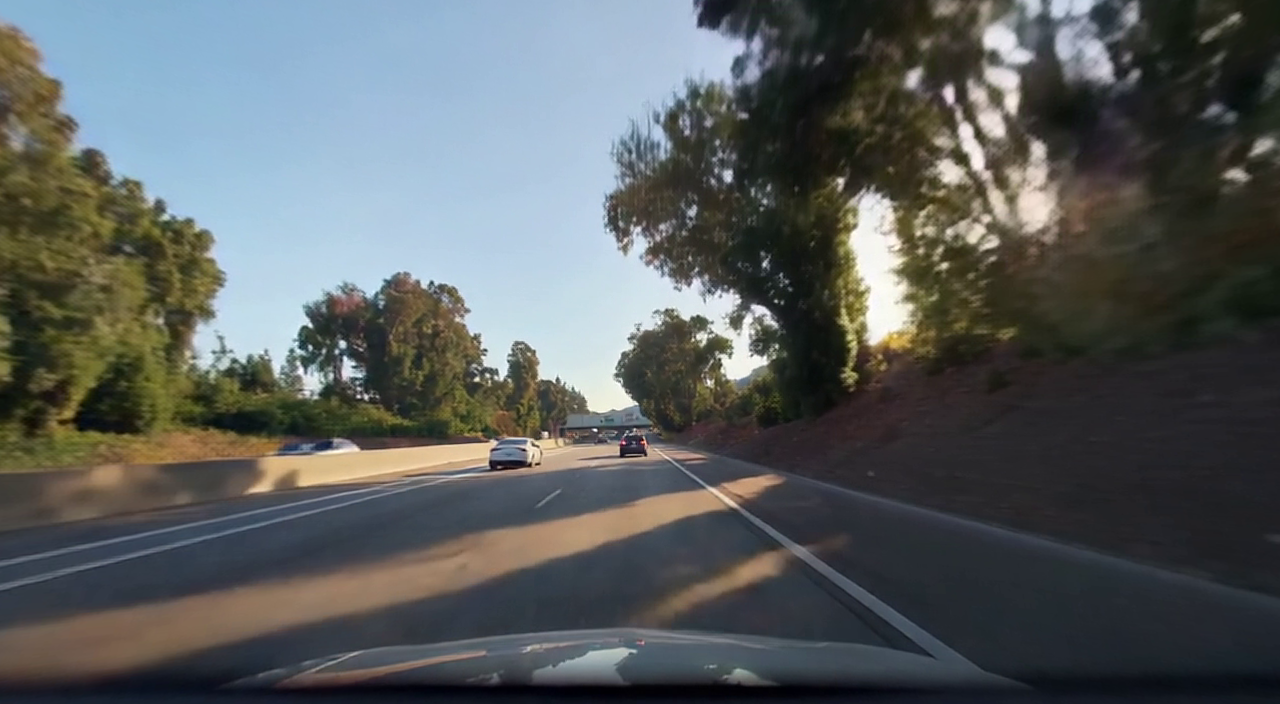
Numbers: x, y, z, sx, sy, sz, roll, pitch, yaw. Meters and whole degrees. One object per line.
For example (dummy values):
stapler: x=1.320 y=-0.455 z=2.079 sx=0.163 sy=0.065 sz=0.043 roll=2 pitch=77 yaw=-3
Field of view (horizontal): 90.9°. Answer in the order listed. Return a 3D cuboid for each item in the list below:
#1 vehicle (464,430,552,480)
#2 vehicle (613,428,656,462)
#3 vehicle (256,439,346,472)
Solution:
vehicle: x=-4.290 y=3.399 z=21.161 sx=2.030 sy=1.491 sz=4.046 roll=0 pitch=-8 yaw=1
vehicle: x=-0.290 y=4.927 z=33.566 sx=2.134 sy=1.654 sz=4.174 roll=0 pitch=-8 yaw=0
vehicle: x=-16.142 y=4.913 z=30.301 sx=1.790 sy=1.459 sz=4.542 roll=0 pitch=-8 yaw=0
